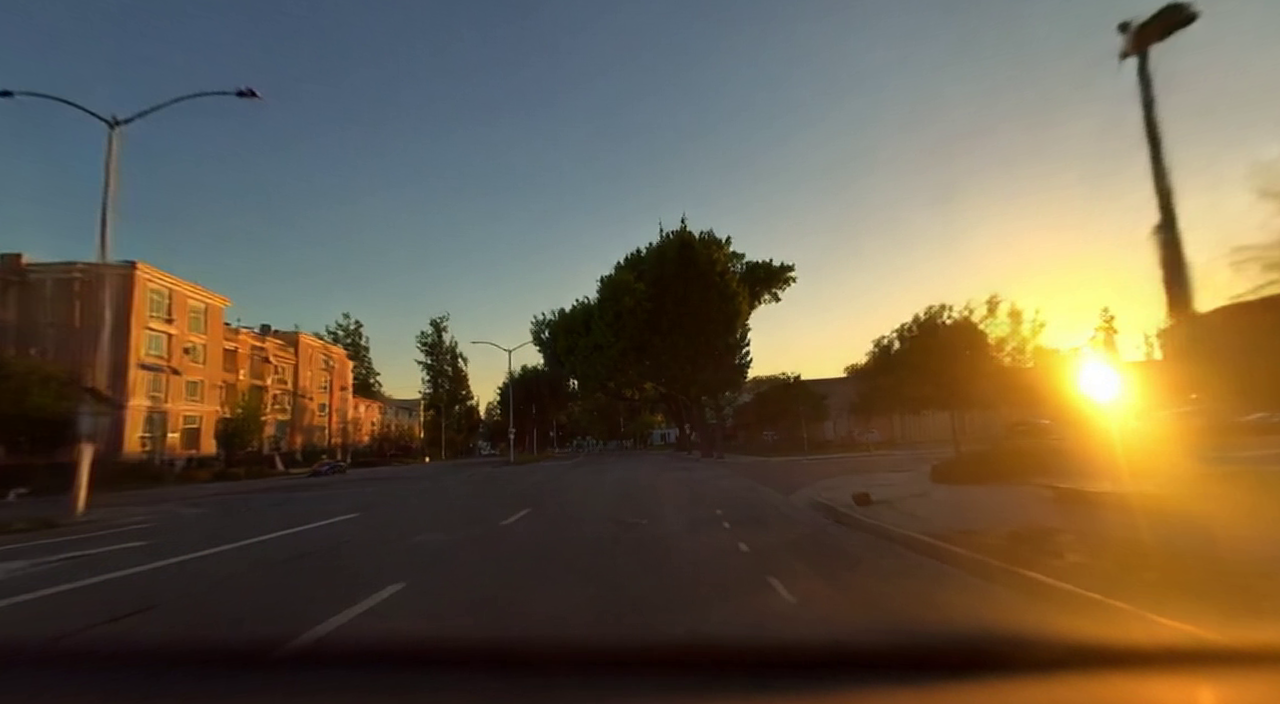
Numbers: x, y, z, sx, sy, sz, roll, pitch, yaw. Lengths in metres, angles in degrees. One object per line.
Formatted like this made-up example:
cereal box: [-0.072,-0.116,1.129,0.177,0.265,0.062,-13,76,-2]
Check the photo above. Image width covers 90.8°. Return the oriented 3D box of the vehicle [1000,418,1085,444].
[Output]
vehicle: [30.148,5.888,47.423,4.934,1.910,2.165,0,-6,-3]

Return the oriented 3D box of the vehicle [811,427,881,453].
vehicle: [15.182,6.506,46.640,4.268,1.589,2.156,-2,-10,-6]

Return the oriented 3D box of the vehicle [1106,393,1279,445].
vehicle: [22.207,2.689,25.328,5.135,1.964,2.402,0,-6,0]
